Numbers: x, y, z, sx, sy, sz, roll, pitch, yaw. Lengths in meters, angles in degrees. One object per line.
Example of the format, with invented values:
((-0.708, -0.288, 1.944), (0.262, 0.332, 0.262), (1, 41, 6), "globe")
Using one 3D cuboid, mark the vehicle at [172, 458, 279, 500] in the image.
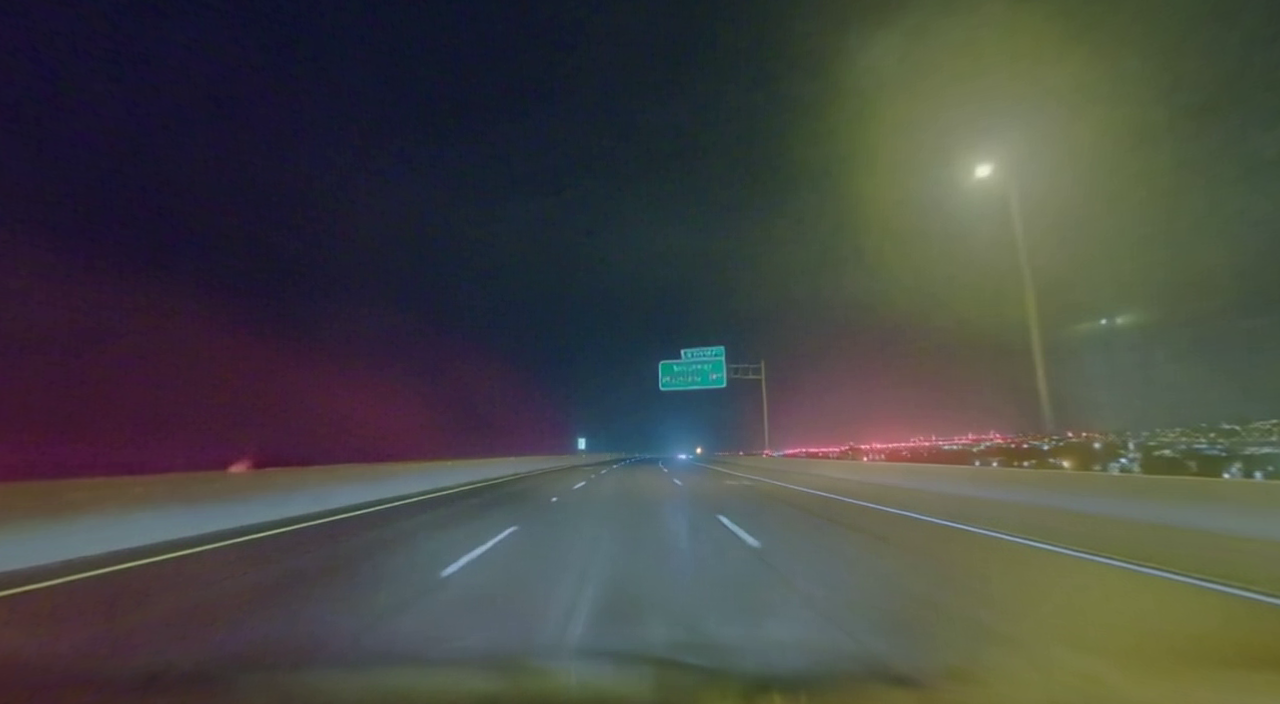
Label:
((-16.243, 4.966, 24.868), (1.733, 1.438, 3.647), (0, -9, 0), "vehicle")
